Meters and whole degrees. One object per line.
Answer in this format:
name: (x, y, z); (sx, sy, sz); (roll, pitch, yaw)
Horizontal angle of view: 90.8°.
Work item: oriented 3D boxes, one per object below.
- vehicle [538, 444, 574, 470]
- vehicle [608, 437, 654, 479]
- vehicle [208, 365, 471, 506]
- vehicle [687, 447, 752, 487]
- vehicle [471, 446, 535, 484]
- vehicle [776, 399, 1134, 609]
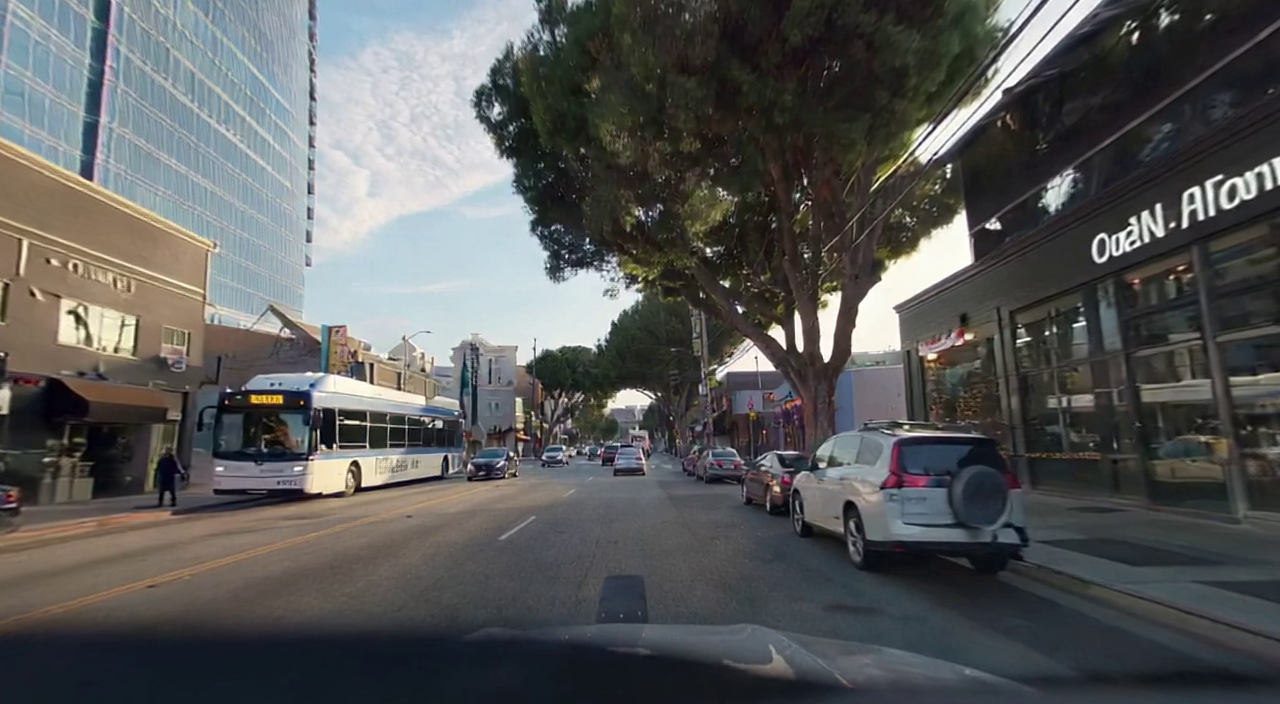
vehicle: (-5.970, 7.493, 45.467); (2.050, 1.763, 4.119); (0, -8, -1)
vehicle: (-0.392, 5.203, 31.313); (2.127, 1.893, 4.194); (0, -8, 1)
vehicle: (-9.567, 3.161, 23.062); (3.022, 3.627, 13.129); (-1, -9, 1)
vehicle: (3.108, 4.591, 25.647); (2.018, 1.474, 4.524); (0, -8, 0)
vehicle: (-6.150, 5.100, 28.786); (1.954, 1.581, 4.197); (0, -8, 0)
vehicle: (3.125, 1.601, 7.584); (1.998, 1.746, 4.443); (0, -9, 0)
